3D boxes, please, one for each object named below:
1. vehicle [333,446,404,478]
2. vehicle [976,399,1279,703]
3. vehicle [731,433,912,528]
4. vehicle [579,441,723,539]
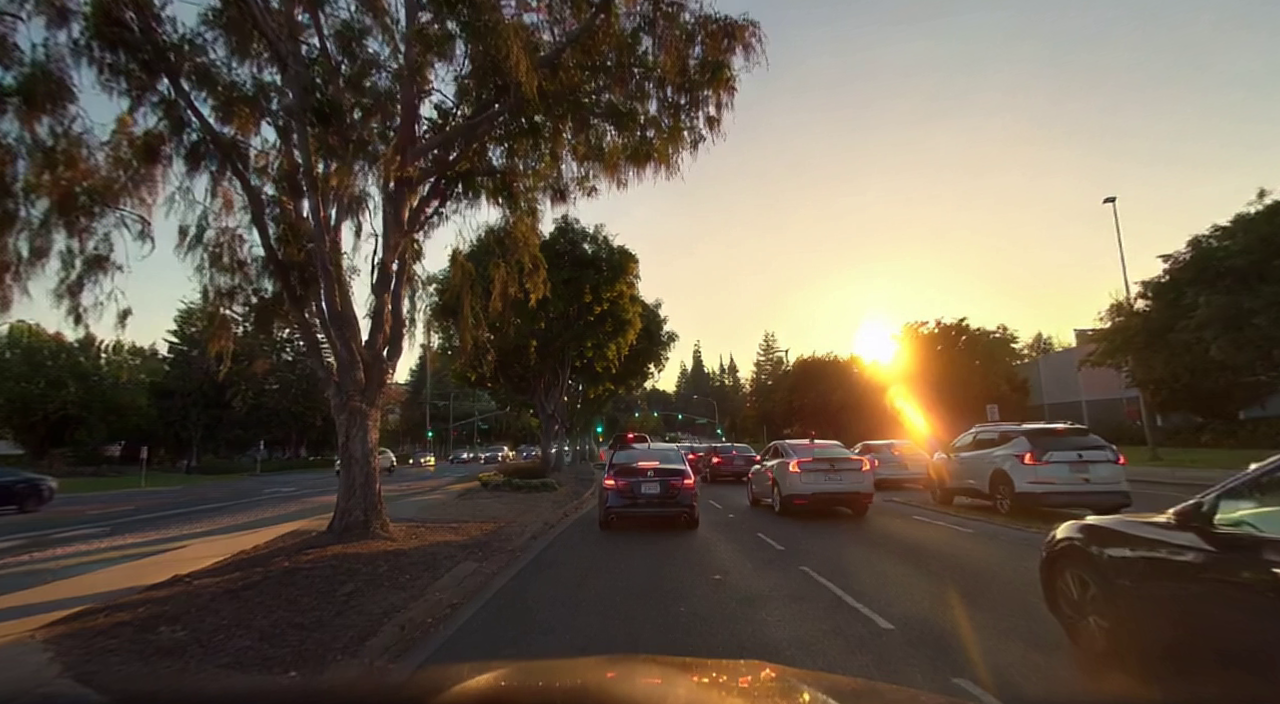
[{"bbox_3d":[-15.711,6.355,36.838,2.080,1.738,4.686,0,-9,0],"label":"vehicle"},{"bbox_3d":[3.482,0.904,2.317,1.959,1.472,4.571,0,-9,0],"label":"vehicle"},{"bbox_3d":[3.183,2.376,12.362,1.970,1.445,4.974,0,-9,-1],"label":"vehicle"},{"bbox_3d":[0.088,2.225,10.850,1.990,1.347,4.067,0,-9,-2],"label":"vehicle"}]
